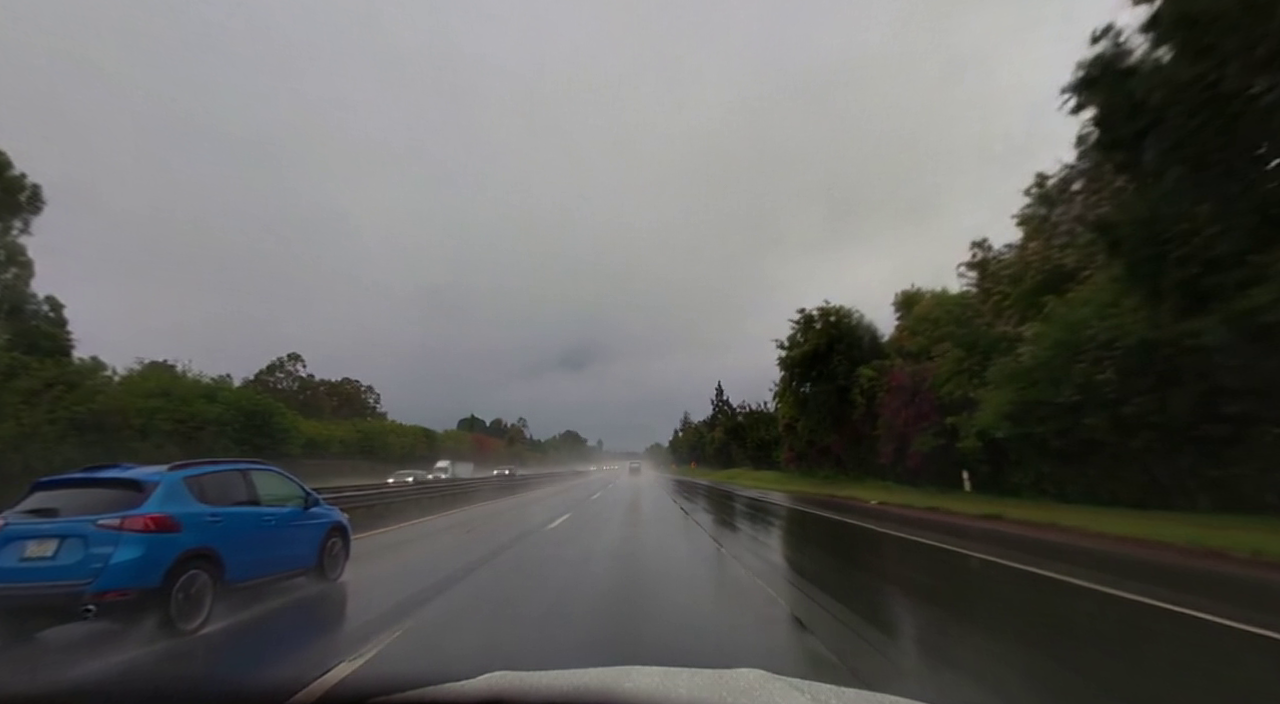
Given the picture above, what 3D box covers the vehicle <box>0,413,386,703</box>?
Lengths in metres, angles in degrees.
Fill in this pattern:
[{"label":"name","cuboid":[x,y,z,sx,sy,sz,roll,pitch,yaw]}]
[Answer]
[{"label":"vehicle","cuboid":[-3.902,1.441,5.257,1.797,1.532,4.072,1,-10,0]}]
